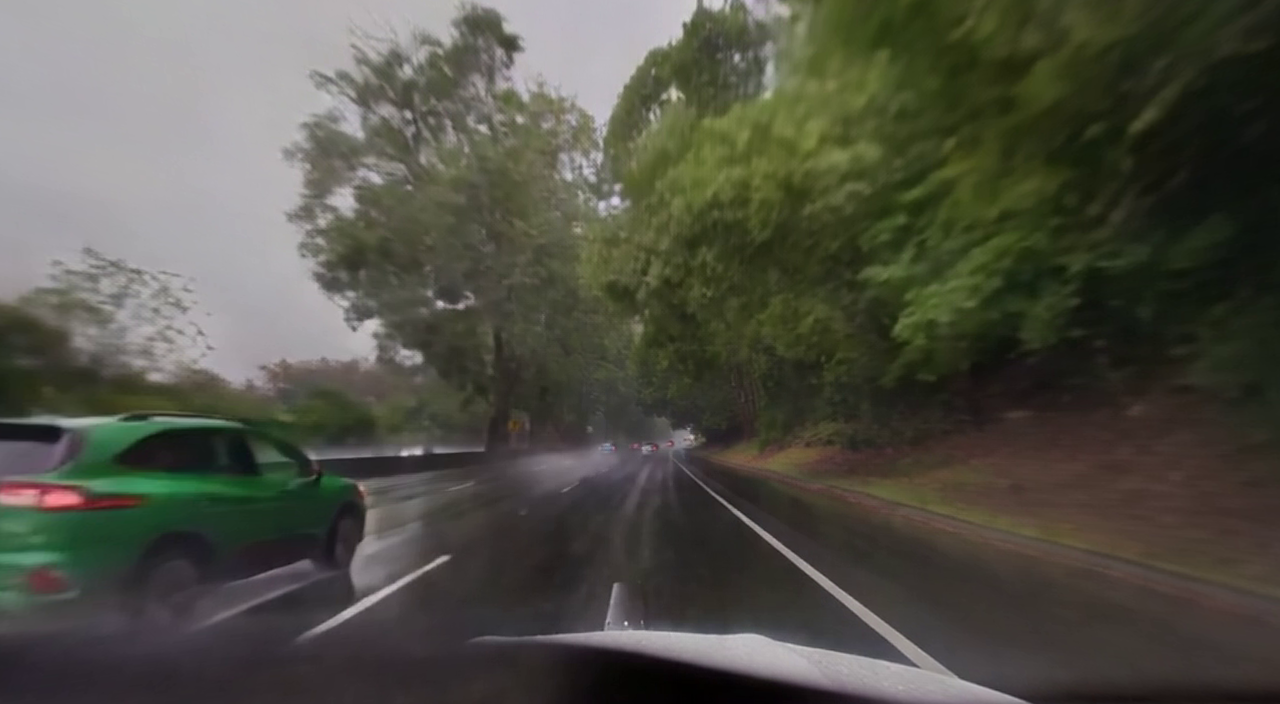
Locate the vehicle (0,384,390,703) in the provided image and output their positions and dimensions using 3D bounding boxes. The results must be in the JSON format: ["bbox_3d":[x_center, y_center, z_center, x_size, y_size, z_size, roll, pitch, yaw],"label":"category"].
[{"bbox_3d":[-3.794,1.196,4.735,1.993,1.538,4.192,0,-8,2],"label":"vehicle"}]

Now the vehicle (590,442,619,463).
[{"bbox_3d":[-2.698,7.720,48.525,2.015,1.561,4.469,0,-8,0],"label":"vehicle"}]
